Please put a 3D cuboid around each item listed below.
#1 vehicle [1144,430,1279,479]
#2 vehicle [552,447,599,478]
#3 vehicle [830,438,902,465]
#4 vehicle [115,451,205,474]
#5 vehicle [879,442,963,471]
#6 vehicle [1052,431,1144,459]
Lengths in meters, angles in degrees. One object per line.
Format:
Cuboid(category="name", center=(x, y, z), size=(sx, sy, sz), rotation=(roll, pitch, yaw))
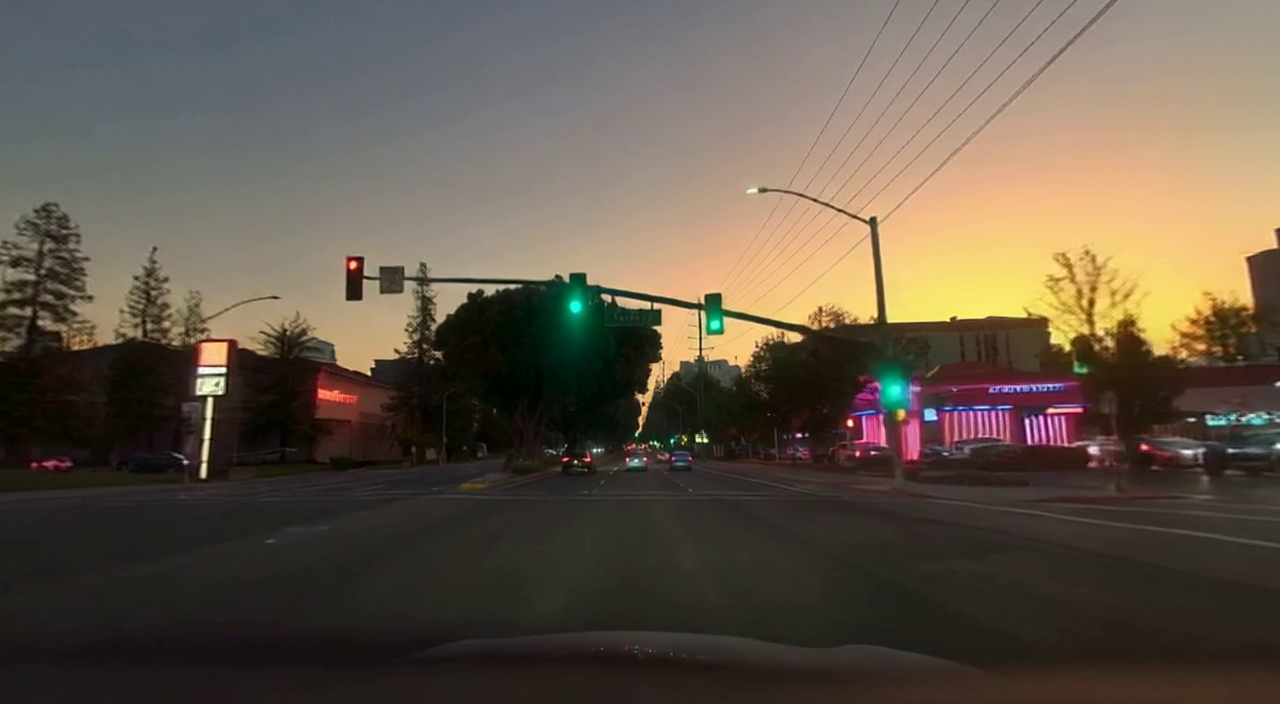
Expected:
Cuboid(category="vehicle", center=(20.869, 3.601, 22.374), size=(1.967, 1.540, 4.966), rotation=(0, -9, 1))
Cuboid(category="vehicle", center=(-3.466, 6.044, 34.900), size=(2.035, 1.564, 4.702), rotation=(0, -9, 1))
Cuboid(category="vehicle", center=(16.535, 7.262, 46.207), size=(5.004, 1.893, 2.228), rotation=(5, -11, -33))
Cuboid(category="vehicle", center=(-33.610, 7.728, 44.282), size=(4.544, 1.515, 2.218), rotation=(-1, -9, 3))
Cuboid(category="vehicle", center=(16.250, 5.993, 36.520), size=(4.673, 1.555, 2.010), rotation=(5, -10, -30))
Cuboid(category="vehicle", center=(29.609, 6.087, 41.085), size=(2.053, 1.559, 5.138), rotation=(-2, -10, -1))
